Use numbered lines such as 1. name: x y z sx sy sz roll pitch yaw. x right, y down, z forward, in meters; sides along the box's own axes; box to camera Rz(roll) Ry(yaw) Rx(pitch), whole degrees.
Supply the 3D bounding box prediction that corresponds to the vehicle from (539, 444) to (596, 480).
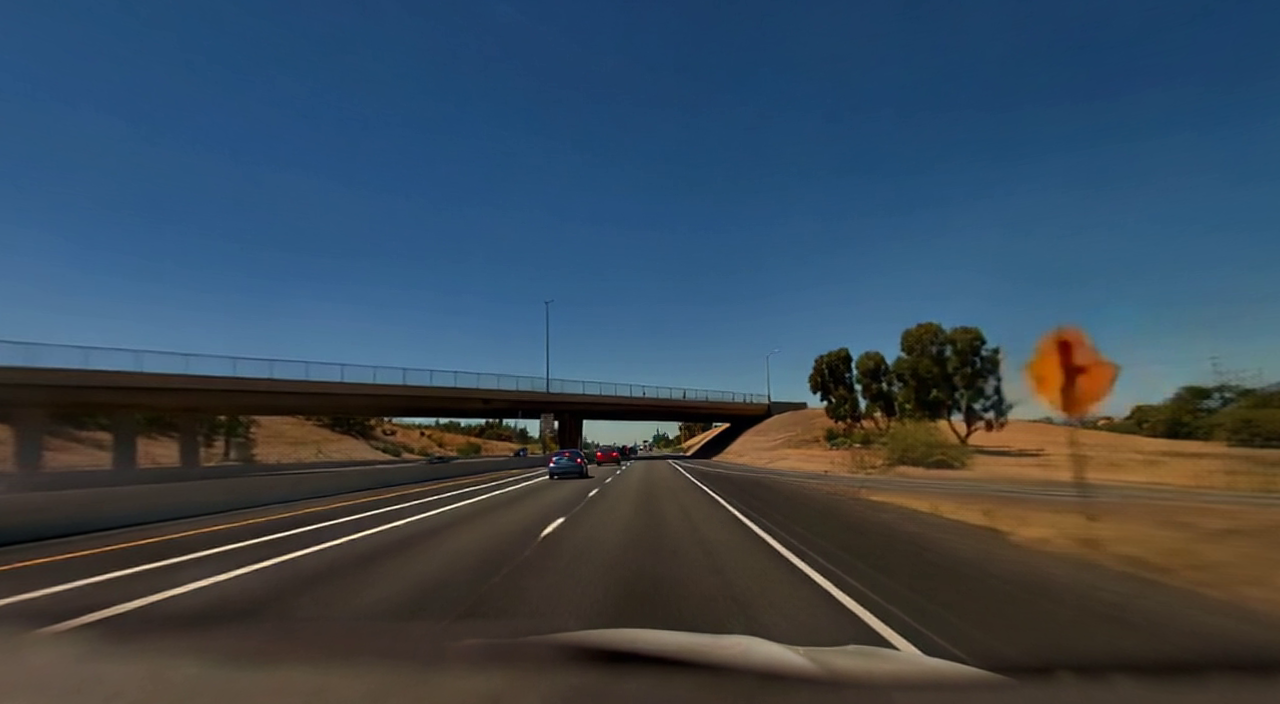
1. vehicle: -3.313 5.165 29.789 2.044 1.527 4.607 0 -9 1
